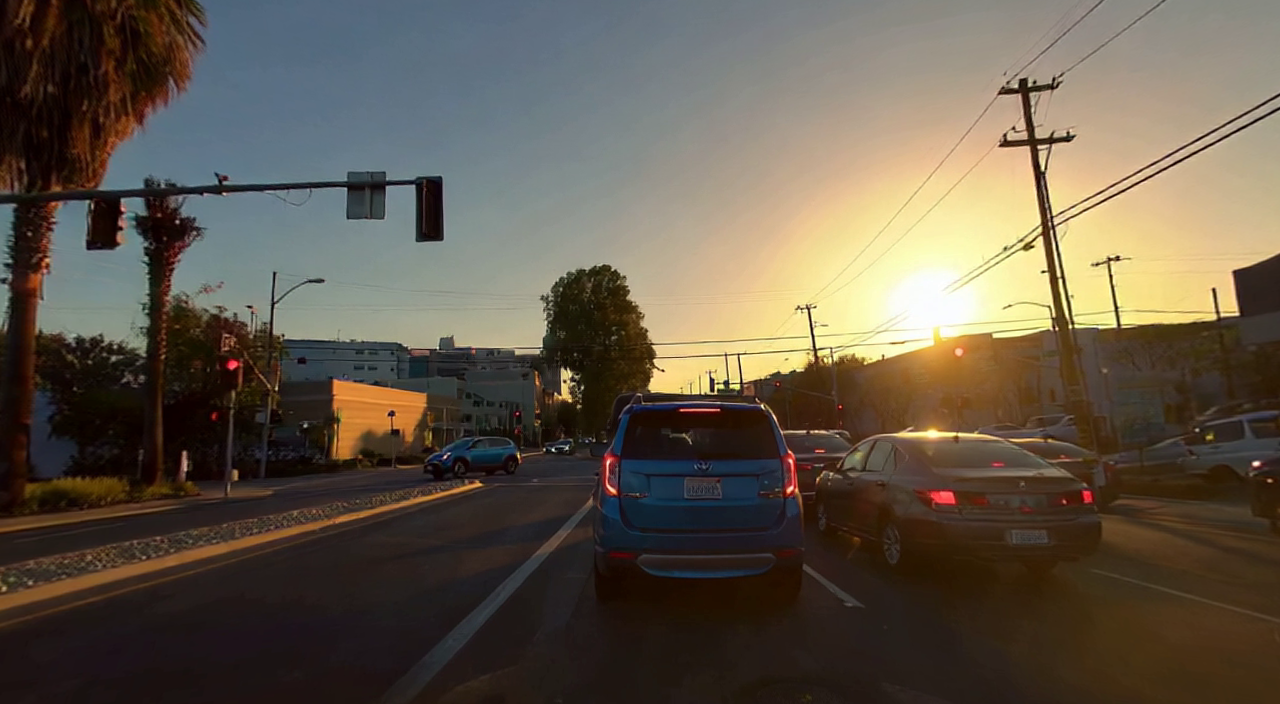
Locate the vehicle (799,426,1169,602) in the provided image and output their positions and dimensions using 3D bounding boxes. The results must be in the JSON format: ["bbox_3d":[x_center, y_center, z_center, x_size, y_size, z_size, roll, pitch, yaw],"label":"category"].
[{"bbox_3d":[3.453,1.689,7.504,1.895,1.456,4.255,0,-9,-2],"label":"vehicle"}]

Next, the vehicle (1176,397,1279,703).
[{"bbox_3d":[3.359,0.651,0.652,1.805,1.485,4.348,0,-9,1],"label":"vehicle"}]

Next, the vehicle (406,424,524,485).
[{"bbox_3d":[-8.453,5.032,31.183,2.230,2.653,5.869,-4,-10,25],"label":"vehicle"}]

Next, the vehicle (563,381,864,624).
[{"bbox_3d":[0.469,1.430,6.884,2.228,1.780,4.269,0,-9,-2],"label":"vehicle"}]
